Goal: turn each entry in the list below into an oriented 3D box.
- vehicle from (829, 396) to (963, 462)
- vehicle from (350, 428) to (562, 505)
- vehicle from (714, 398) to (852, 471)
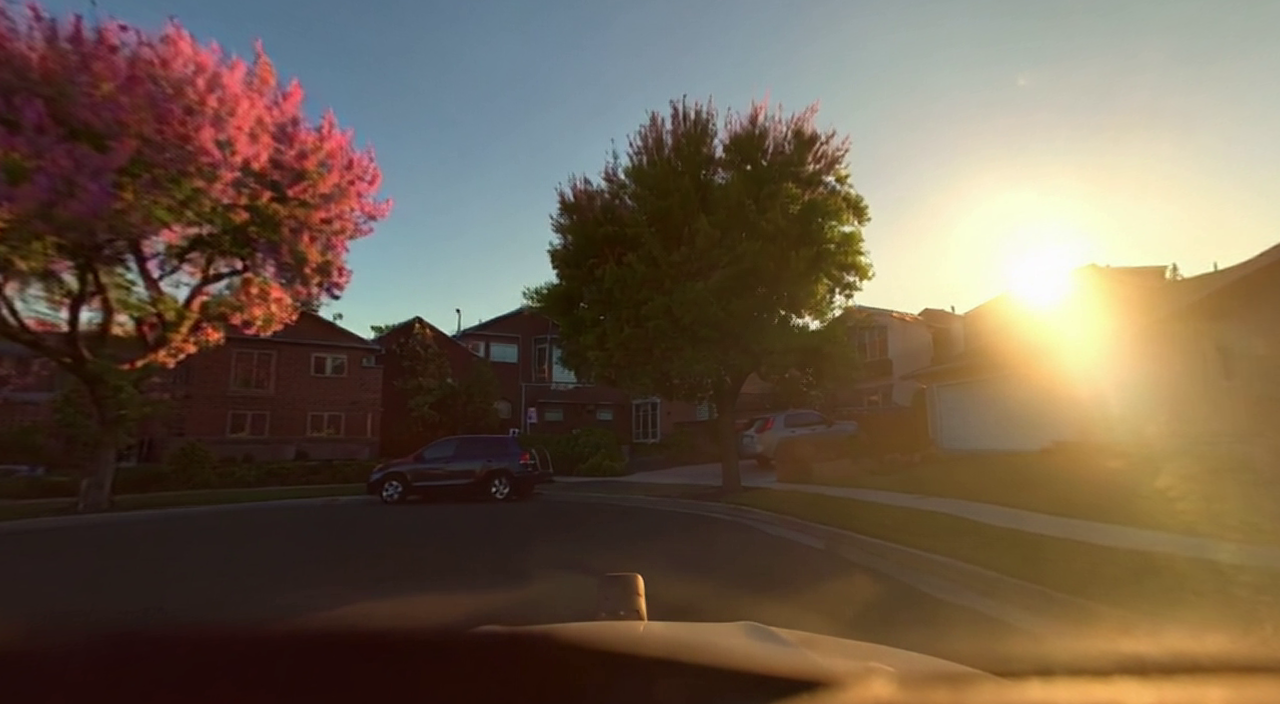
[{"bbox_3d":[7.973,2.342,19.458,2.152,1.773,4.495,-9,-10,44],"label":"vehicle"},{"bbox_3d":[-4.703,2.974,16.610,4.815,1.827,2.147,-2,-9,9],"label":"vehicle"},{"bbox_3d":[4.612,2.554,19.982,2.310,1.701,4.280,-10,-6,41],"label":"vehicle"}]
